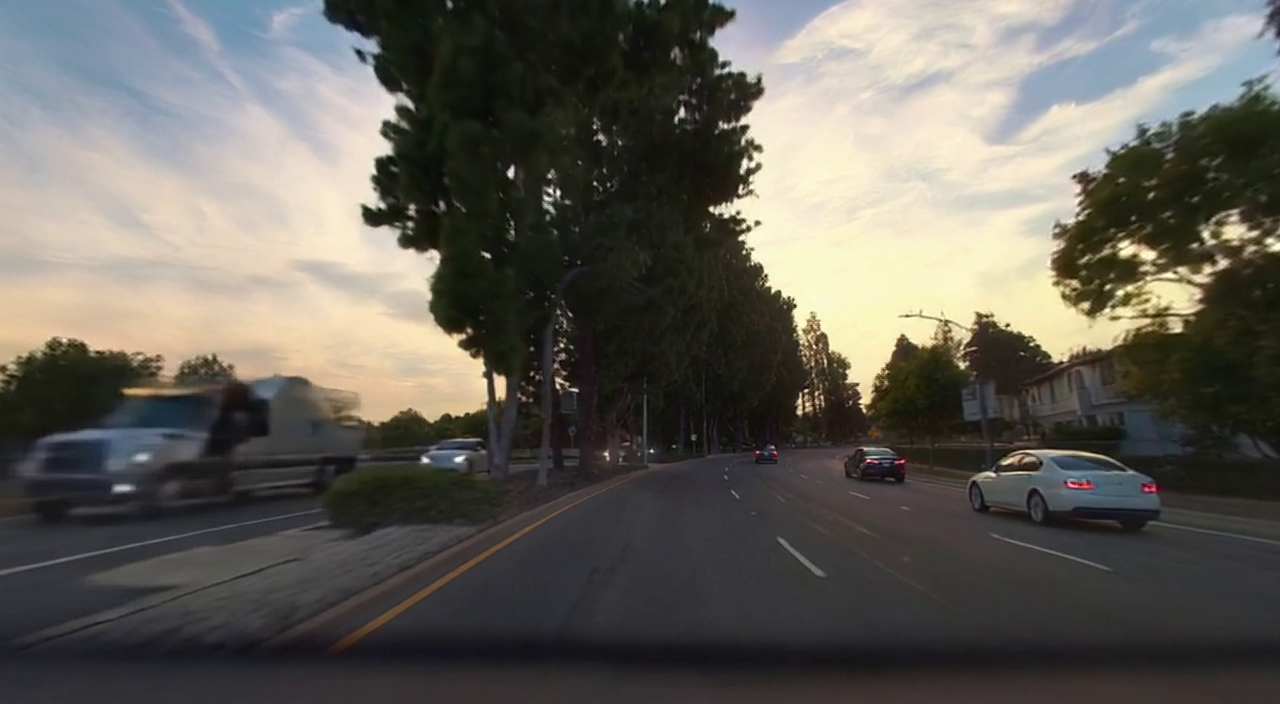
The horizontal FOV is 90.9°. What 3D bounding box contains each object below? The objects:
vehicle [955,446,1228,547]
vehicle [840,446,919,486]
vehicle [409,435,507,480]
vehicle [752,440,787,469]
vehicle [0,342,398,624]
[{"bbox_3d":[7.487,2.373,11.155,1.783,1.386,4.433,-1,-8,4],"label":"vehicle"},{"bbox_3d":[9.649,4.584,25.764,1.855,1.444,4.389,-1,-8,6],"label":"vehicle"},{"bbox_3d":[-7.159,4.207,25.362,2.126,1.637,4.509,-1,-8,7],"label":"vehicle"},{"bbox_3d":[8.192,6.512,40.208,1.991,1.684,4.127,-2,-8,9],"label":"vehicle"},{"bbox_3d":[-5.257,1.427,7.862,2.334,2.214,5.724,0,-8,-2],"label":"vehicle"}]
